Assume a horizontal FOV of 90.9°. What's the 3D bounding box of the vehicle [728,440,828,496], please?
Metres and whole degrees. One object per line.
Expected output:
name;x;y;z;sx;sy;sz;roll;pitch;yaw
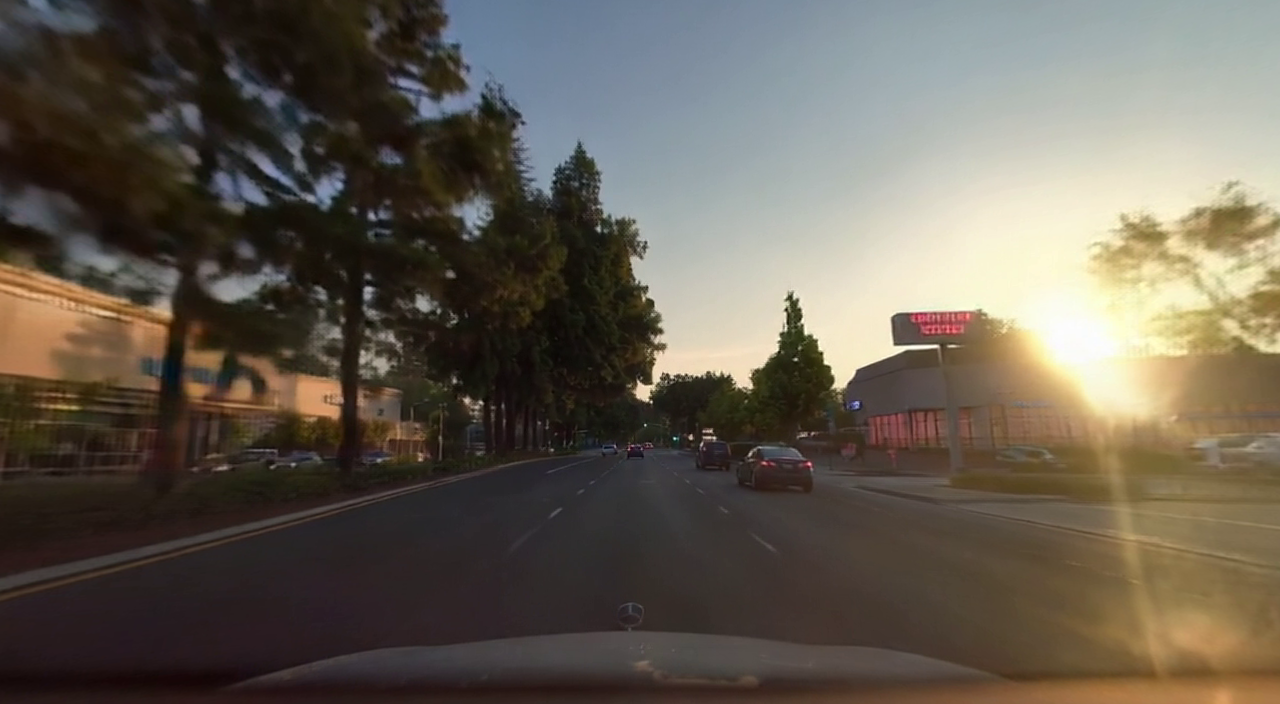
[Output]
vehicle;3.966;3.401;18.935;1.916;1.459;4.335;0;-8;-2

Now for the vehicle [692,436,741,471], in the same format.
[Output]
vehicle;4.413;5.968;37.108;2.140;1.921;4.431;0;-8;-2

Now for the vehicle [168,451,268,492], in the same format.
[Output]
vehicle;-22.475;6.322;33.830;2.058;1.837;4.990;-3;-8;-2

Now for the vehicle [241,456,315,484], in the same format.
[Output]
vehicle;-22.783;7.397;39.887;1.833;1.534;4.821;0;-8;-1

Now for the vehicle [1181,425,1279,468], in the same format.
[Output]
vehicle;31.609;4.851;32.462;5.184;2.130;2.349;0;-8;0

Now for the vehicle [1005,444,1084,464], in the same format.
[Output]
vehicle;30.891;7.806;48.213;4.587;1.468;2.153;1;-8;-4

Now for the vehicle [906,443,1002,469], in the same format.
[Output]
vehicle;18.363;6.083;36.990;4.502;1.459;2.082;0;-8;-3

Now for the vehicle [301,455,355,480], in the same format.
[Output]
vehicle;-22.835;8.429;46.342;1.822;1.551;4.295;-3;-8;-1
